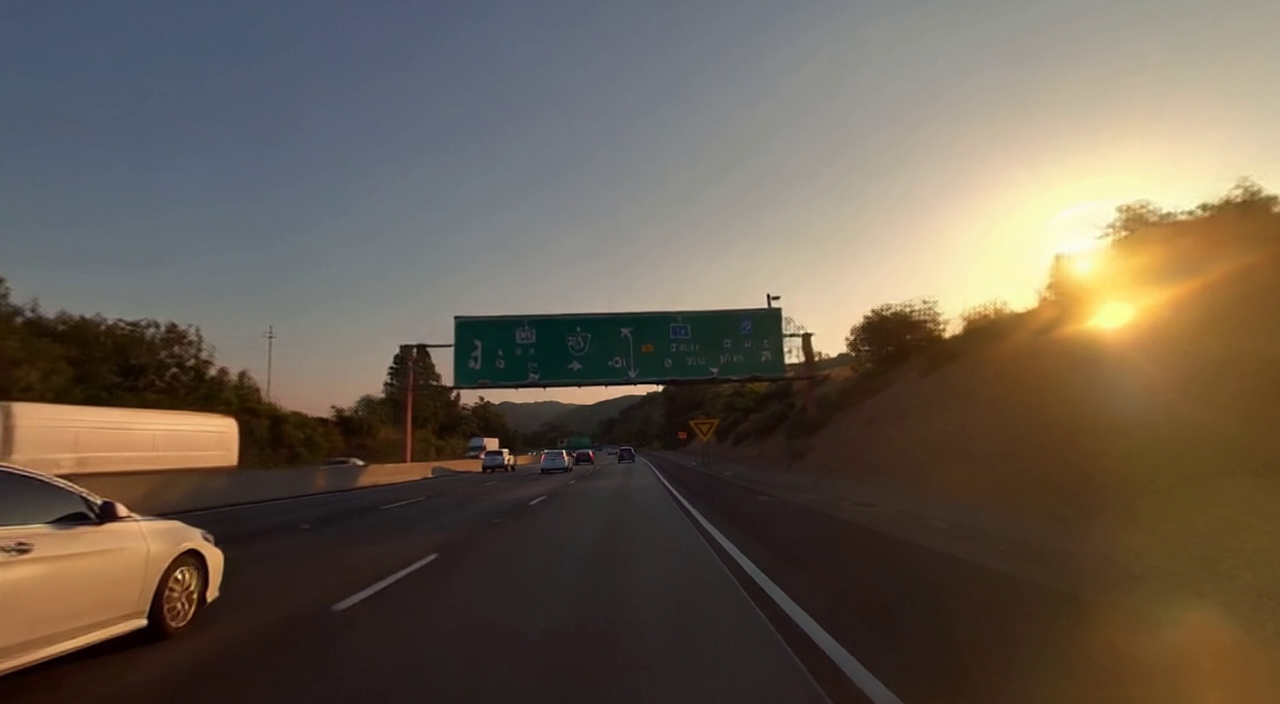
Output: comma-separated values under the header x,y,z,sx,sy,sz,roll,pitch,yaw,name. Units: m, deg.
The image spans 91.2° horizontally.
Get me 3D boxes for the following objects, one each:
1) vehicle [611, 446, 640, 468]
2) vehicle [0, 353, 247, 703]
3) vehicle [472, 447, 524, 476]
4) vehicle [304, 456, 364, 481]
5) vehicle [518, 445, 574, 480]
x,y,z,sx,sy,sz,roll,pitch,yaw,name
-1.056,7.635,45.632,2.023,1.479,3.718,0,-9,-1,vehicle
-4.072,0.832,2.486,2.074,1.779,4.588,0,-9,-1,vehicle
-7.782,6.011,34.632,1.936,1.516,3.904,0,-9,0,vehicle
-20.513,7.818,42.223,1.910,1.488,4.379,0,-9,-1,vehicle
-4.251,5.081,29.002,1.988,1.477,4.118,0,-9,0,vehicle
